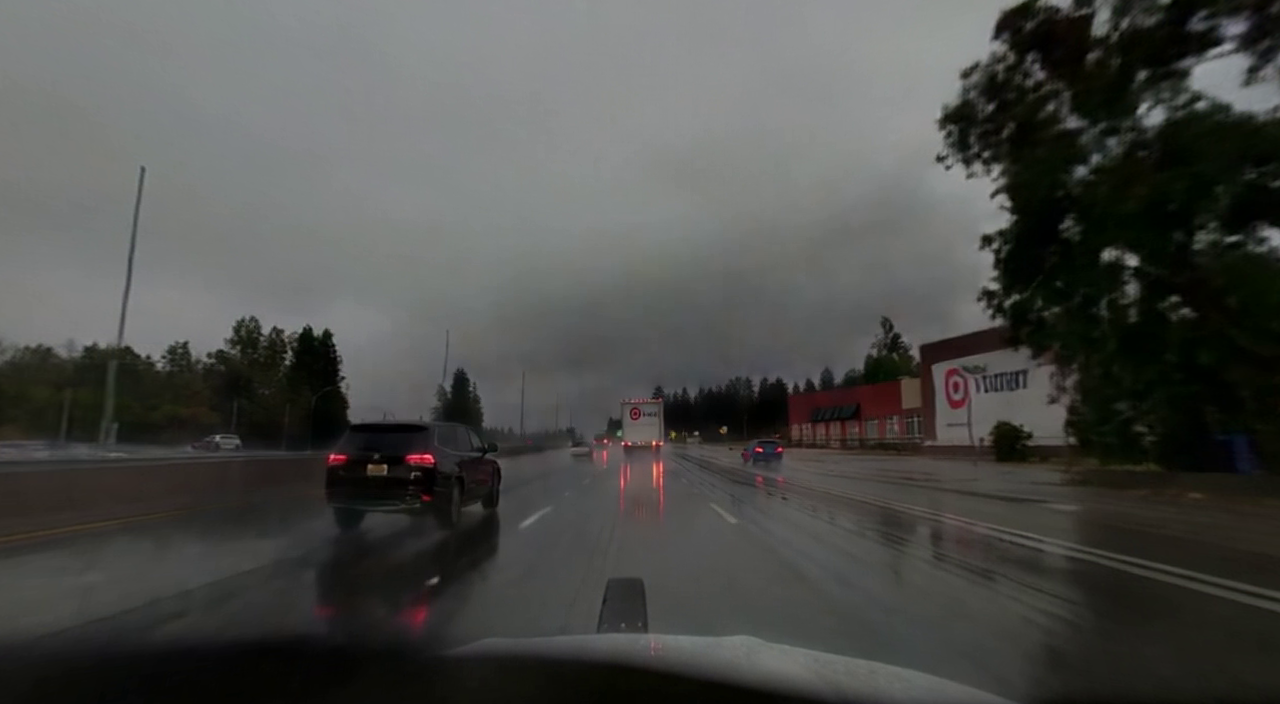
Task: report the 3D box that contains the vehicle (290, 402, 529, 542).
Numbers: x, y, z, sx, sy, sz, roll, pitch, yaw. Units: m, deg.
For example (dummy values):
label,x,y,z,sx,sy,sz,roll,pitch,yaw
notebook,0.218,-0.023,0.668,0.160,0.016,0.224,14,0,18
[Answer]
label,x,y,z,sx,sy,sz,roll,pitch,yaw
vehicle,-3.471,1.942,10.772,2.178,1.826,4.933,0,-9,0

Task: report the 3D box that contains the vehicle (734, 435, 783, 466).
label,x,y,z,sx,sy,sz,roll,pitch,yaw
vehicle,6.816,5.729,36.566,1.958,1.681,4.109,0,-9,-1
